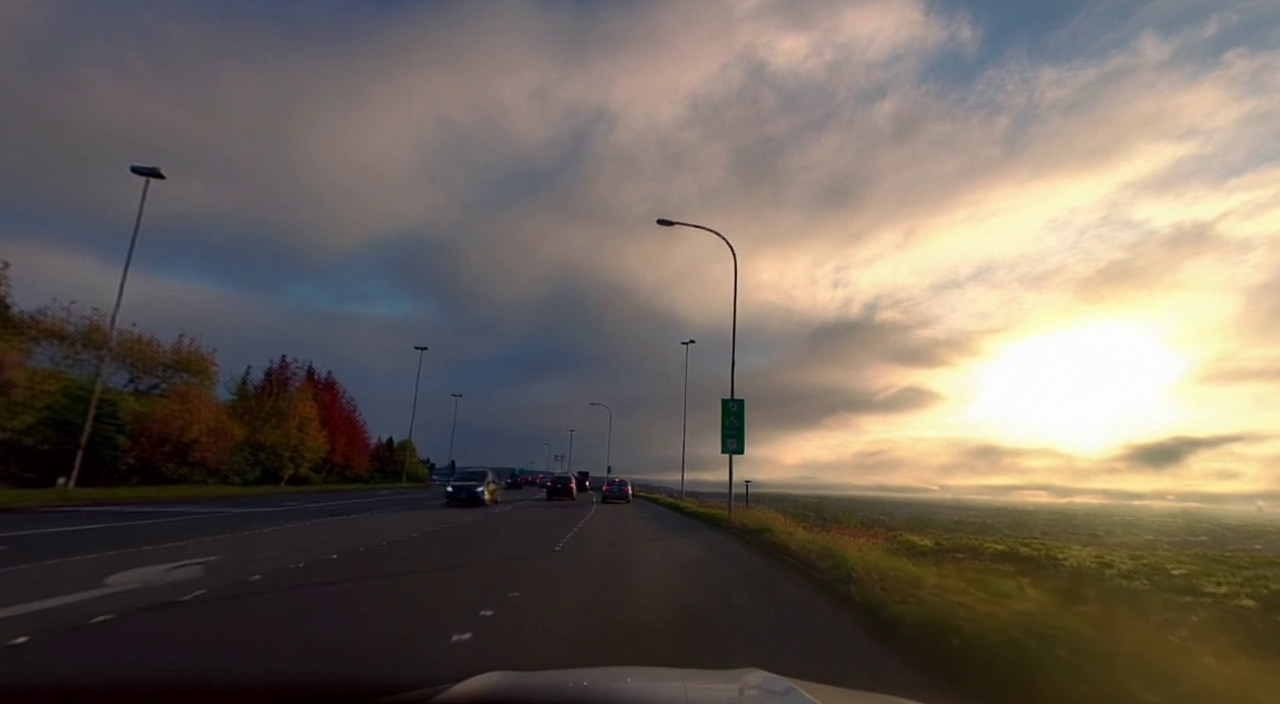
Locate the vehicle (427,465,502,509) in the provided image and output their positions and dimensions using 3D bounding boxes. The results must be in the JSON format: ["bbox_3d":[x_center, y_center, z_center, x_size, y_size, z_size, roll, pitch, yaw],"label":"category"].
[{"bbox_3d":[-7.066,5.474,25.824,2.016,1.573,4.259,2,-10,-3],"label":"vehicle"}]

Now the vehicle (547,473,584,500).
[{"bbox_3d":[-4.521,8.196,38.655,2.030,1.441,4.806,2,-10,-4],"label":"vehicle"}]

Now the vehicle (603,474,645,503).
[{"bbox_3d":[-0.987,7.725,35.910,2.129,1.471,4.258,2,-10,-4],"label":"vehicle"}]
